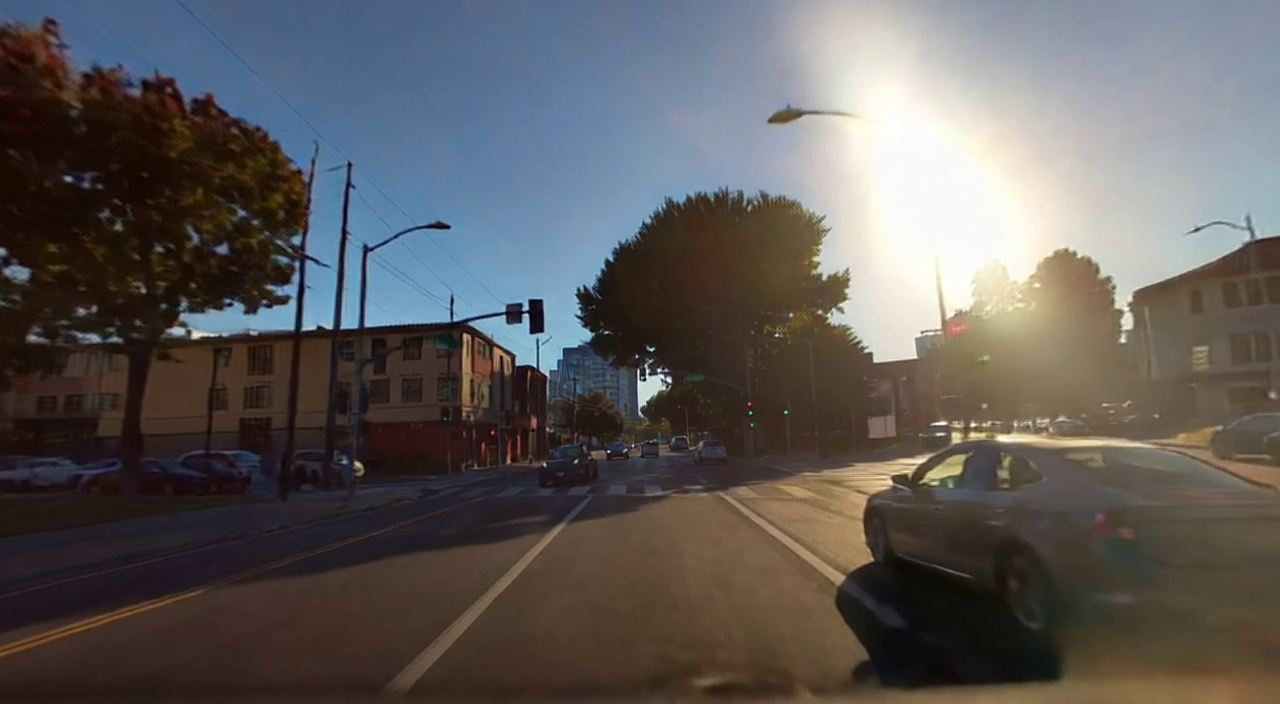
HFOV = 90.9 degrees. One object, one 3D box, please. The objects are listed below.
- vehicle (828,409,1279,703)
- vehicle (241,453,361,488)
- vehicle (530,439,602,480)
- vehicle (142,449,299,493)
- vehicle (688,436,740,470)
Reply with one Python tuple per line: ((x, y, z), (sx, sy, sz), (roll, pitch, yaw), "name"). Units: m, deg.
((3.308, 1.354, 5.072), (2.072, 1.471, 4.834), (0, -9, 0), "vehicle")
((-16.148, 5.641, 30.145), (4.540, 1.546, 2.157), (-2, -9, 8), "vehicle")
((-3.238, 4.870, 28.811), (2.519, 1.689, 5.200), (0, -9, 1), "vehicle")
((-18.028, 5.119, 27.241), (5.361, 1.767, 2.179), (-1, -9, 5), "vehicle")
((3.650, 5.135, 32.076), (2.035, 1.564, 4.719), (0, -9, -1), "vehicle")
